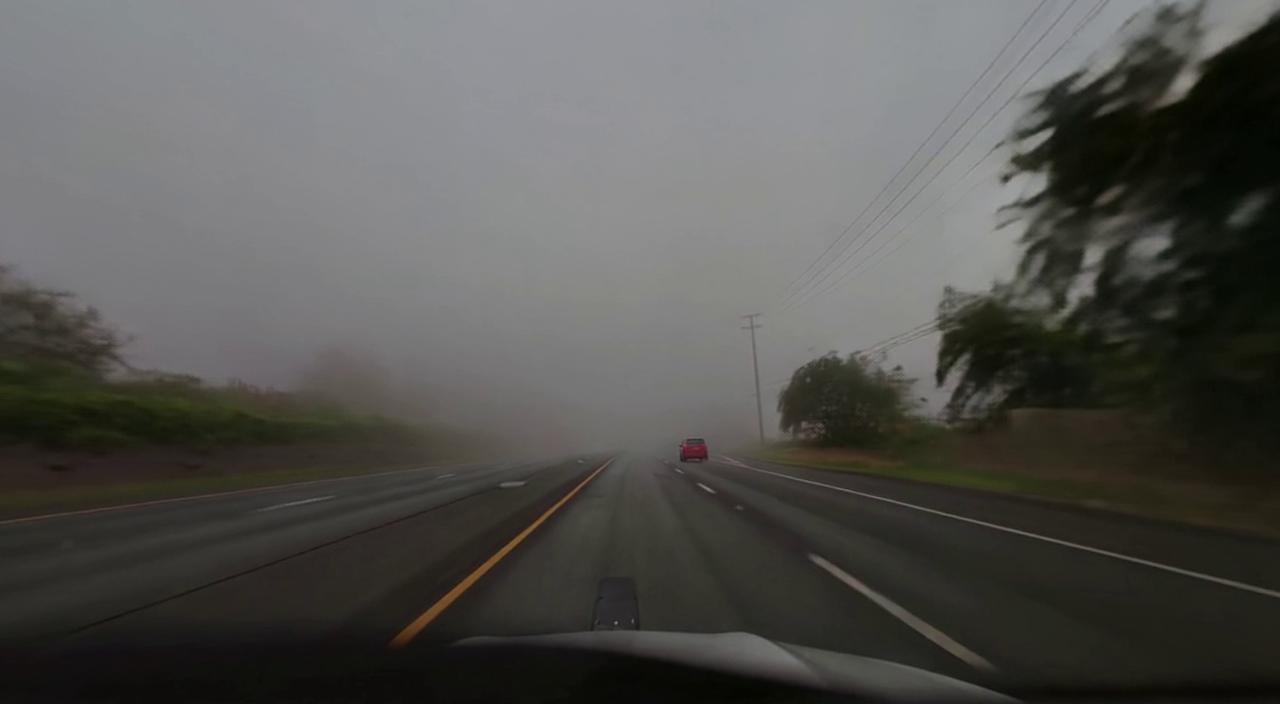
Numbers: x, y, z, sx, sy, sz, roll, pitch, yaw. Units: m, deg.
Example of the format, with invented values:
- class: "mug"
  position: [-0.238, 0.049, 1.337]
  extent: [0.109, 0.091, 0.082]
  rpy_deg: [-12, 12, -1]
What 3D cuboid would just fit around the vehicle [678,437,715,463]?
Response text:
- class: "vehicle"
  position: [3.571, 6.300, 40.610]
  extent: [1.977, 1.581, 4.428]
  rpy_deg: [-1, -8, 0]
